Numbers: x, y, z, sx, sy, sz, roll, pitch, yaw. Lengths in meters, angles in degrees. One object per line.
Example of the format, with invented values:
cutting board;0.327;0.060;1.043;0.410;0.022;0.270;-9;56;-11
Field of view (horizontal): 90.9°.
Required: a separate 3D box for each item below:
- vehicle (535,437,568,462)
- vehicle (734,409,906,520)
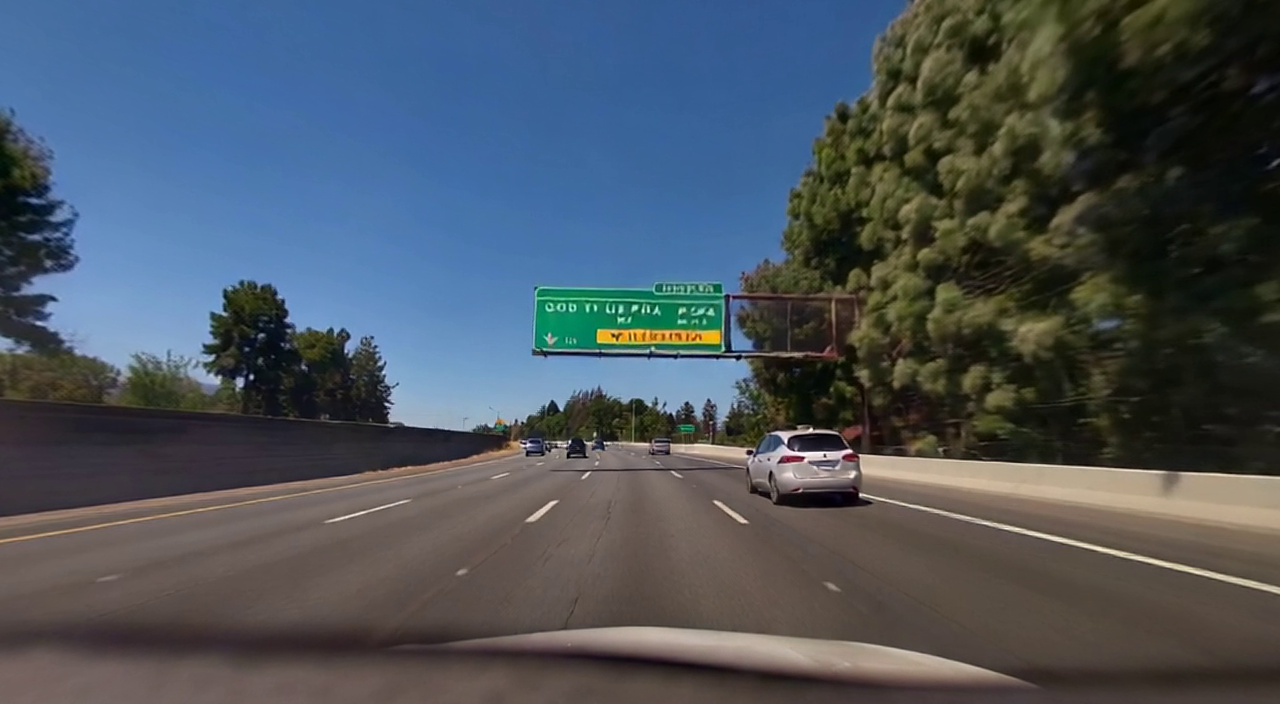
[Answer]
vehicle;-6.110;6.813;44.090;2.064;1.645;4.286;1;-8;-5
vehicle;3.285;2.160;12.584;2.043;1.795;4.347;0;-8;-2
